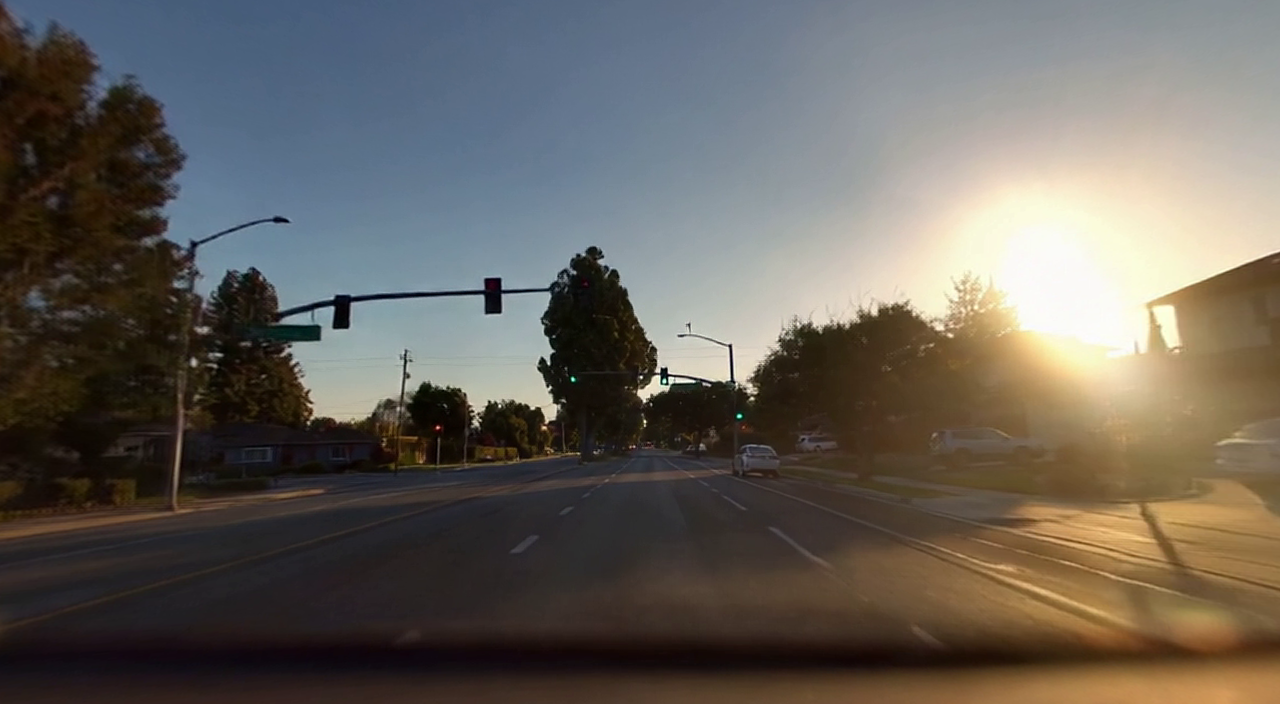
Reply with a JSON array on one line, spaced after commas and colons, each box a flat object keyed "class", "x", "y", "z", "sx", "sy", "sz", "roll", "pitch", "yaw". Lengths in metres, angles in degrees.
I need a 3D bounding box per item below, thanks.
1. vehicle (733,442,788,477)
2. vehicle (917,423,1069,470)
[{"class": "vehicle", "x": 5.767, "y": 5.212, "z": 30.725, "sx": 1.950, "sy": 1.567, "sz": 4.083, "roll": 0, "pitch": -9, "yaw": 1}, {"class": "vehicle", "x": 13.412, "y": 3.631, "z": 24.184, "sx": 4.474, "sy": 1.710, "sz": 2.148, "roll": 0, "pitch": -9, "yaw": 1}]
